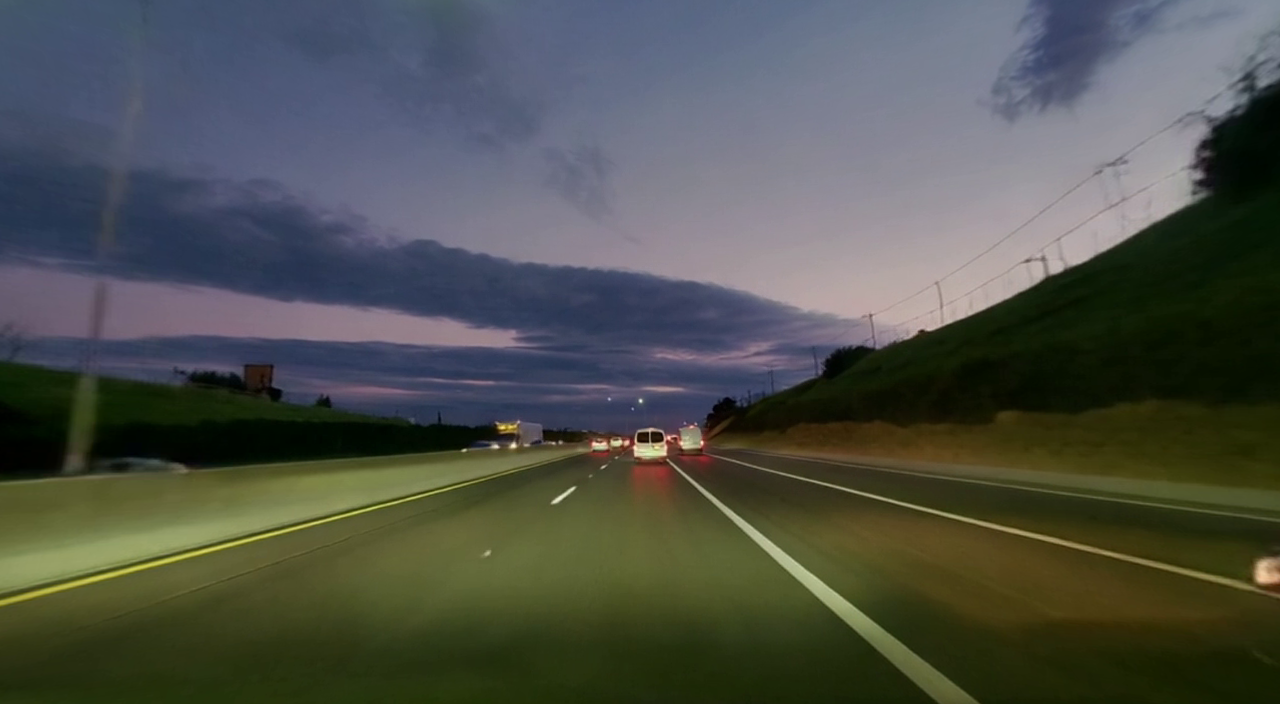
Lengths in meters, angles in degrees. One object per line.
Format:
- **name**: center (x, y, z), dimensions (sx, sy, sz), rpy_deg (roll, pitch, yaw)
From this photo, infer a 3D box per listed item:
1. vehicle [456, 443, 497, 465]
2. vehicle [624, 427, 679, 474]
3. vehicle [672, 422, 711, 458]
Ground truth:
- **vehicle**: center (-11.816, 7.359, 45.800), dimensions (1.872, 1.450, 4.016), rpy_deg (0, -8, 1)
- **vehicle**: center (0.429, 4.174, 27.001), dimensions (2.159, 1.811, 4.238), rpy_deg (0, -8, -1)
- **vehicle**: center (3.711, 6.497, 46.644), dimensions (2.348, 2.429, 5.172), rpy_deg (0, -8, -1)
